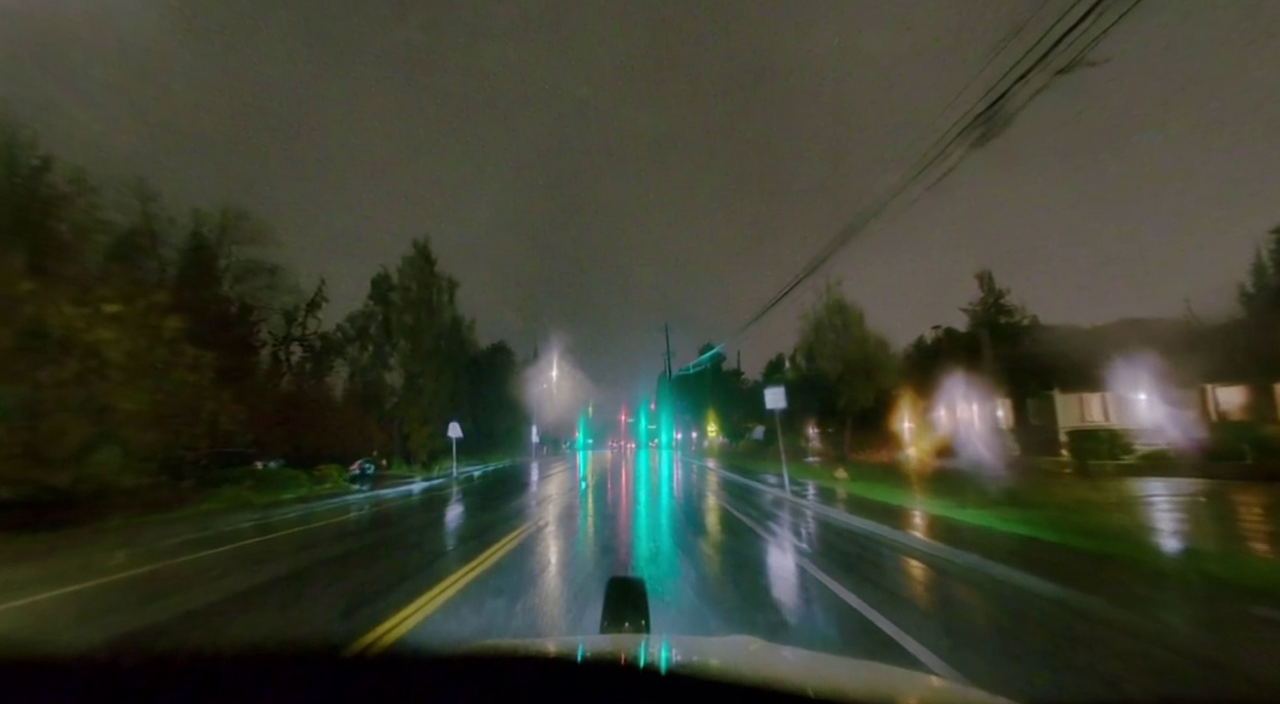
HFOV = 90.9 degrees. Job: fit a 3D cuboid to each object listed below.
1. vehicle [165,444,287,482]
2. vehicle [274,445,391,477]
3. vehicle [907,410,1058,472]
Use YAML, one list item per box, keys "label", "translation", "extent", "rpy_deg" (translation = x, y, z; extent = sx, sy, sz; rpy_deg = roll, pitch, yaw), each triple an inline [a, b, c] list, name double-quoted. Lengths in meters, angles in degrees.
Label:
- label: "vehicle"
  translation: [-19.062, 5.109, 29.147]
  extent: [4.233, 1.623, 1.943]
  rpy_deg: [-1, -8, 2]
- label: "vehicle"
  translation: [-15.192, 5.415, 31.302]
  extent: [4.787, 1.474, 1.967]
  rpy_deg: [-1, -8, 3]
- label: "vehicle"
  translation: [9.798, 2.635, 18.534]
  extent: [1.805, 1.571, 4.467]
  rpy_deg: [0, -8, -2]
